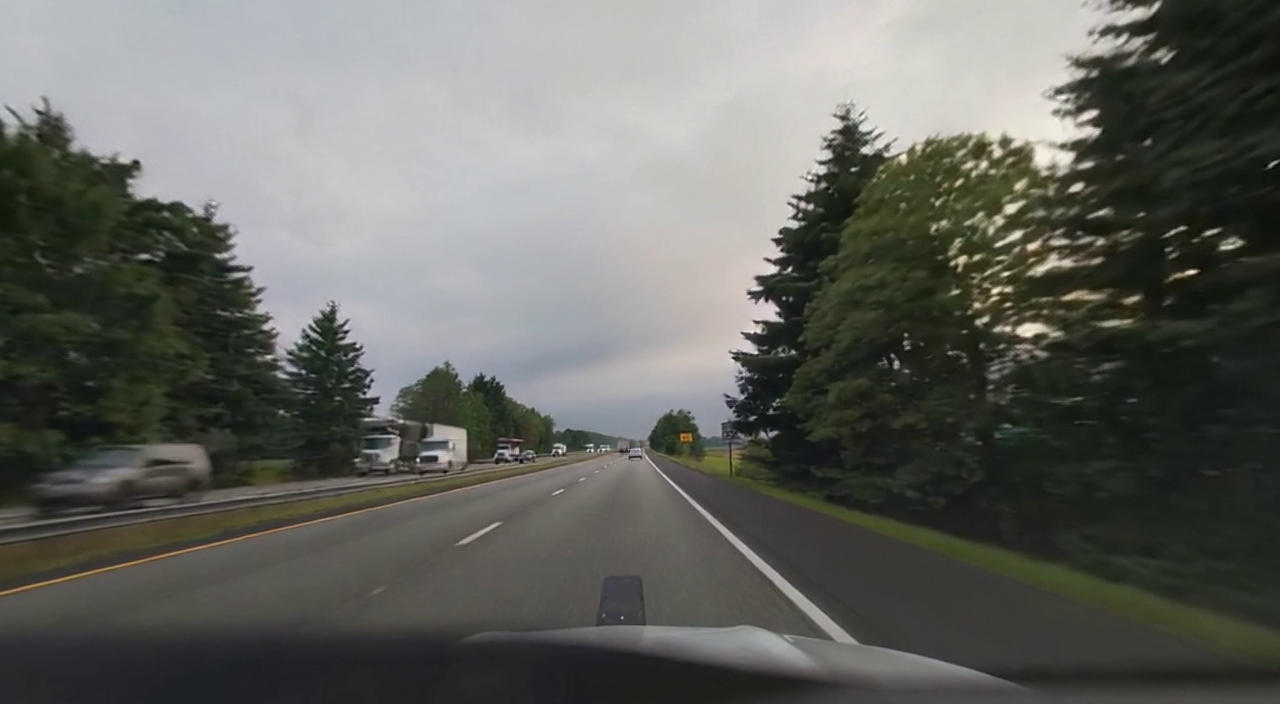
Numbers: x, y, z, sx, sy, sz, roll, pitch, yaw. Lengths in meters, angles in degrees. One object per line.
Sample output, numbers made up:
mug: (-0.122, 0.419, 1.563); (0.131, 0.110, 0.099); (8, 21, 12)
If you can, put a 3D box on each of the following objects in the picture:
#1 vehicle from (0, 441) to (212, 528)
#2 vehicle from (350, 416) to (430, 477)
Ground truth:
vehicle: (-12.566, 3.017, 14.860); (1.904, 1.704, 4.258); (0, -9, 0)
vehicle: (-17.142, 6.613, 43.725); (3.017, 3.899, 5.910); (0, -10, -1)
